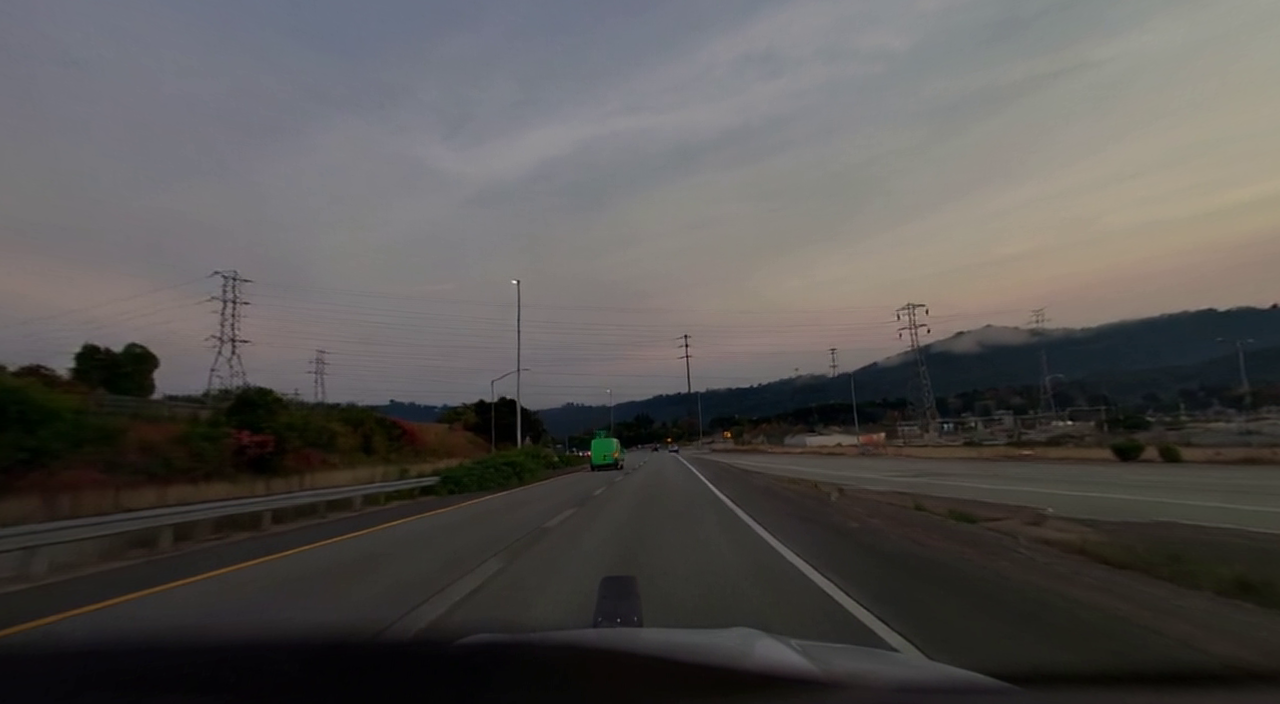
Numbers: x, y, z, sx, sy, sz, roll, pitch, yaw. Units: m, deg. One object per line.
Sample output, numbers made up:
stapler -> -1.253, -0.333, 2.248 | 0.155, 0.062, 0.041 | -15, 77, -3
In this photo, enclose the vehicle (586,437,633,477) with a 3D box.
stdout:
vehicle -> -1.660, 5.906, 35.489 | 2.270, 2.023, 4.632 | -1, -9, 2
